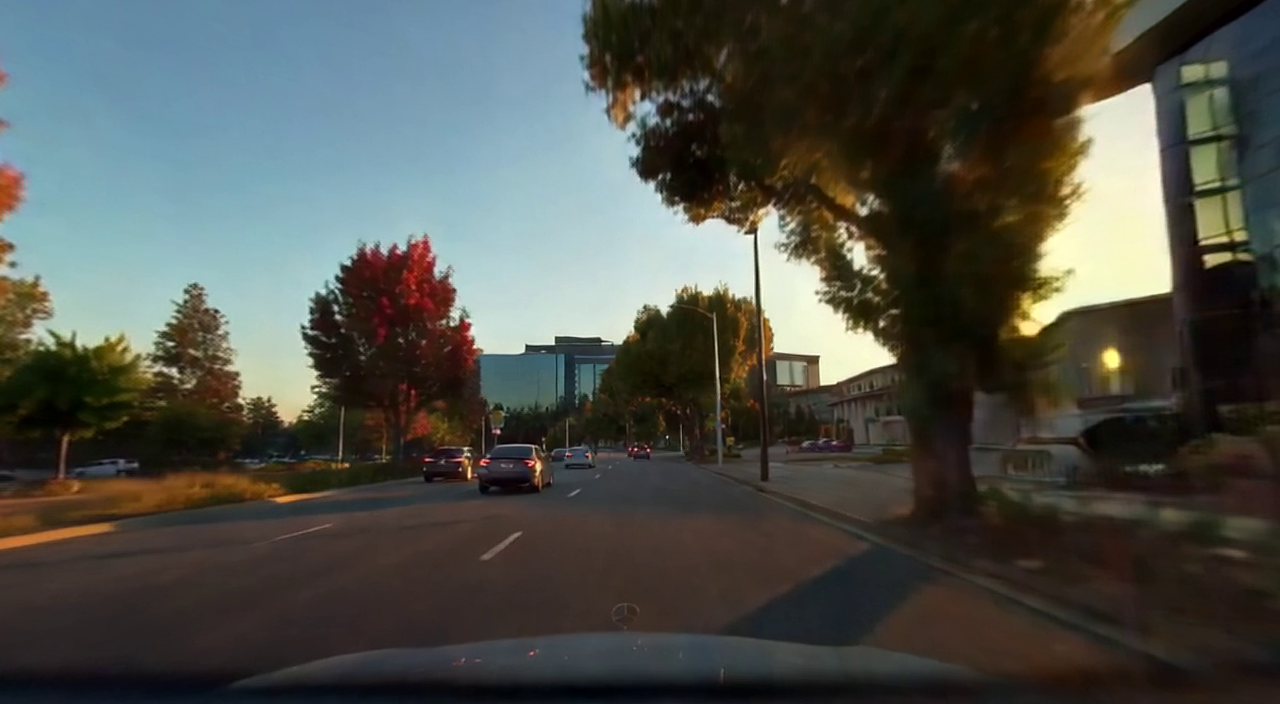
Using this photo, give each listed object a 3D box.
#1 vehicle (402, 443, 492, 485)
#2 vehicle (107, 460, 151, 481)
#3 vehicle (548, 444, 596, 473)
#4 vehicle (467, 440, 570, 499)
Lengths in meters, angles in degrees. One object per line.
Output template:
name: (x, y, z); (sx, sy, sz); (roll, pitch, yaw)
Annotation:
vehicle: (-7.521, 4.388, 25.142); (1.976, 1.497, 4.709); (0, -8, 1)
vehicle: (-39.602, 9.147, 48.947); (4.381, 1.475, 1.960); (-8, -12, 43)
vehicle: (-3.508, 5.610, 33.516); (1.971, 1.414, 4.317); (0, -8, 1)
vehicle: (-3.332, 3.318, 18.296); (2.011, 1.483, 4.596); (0, -8, 1)
